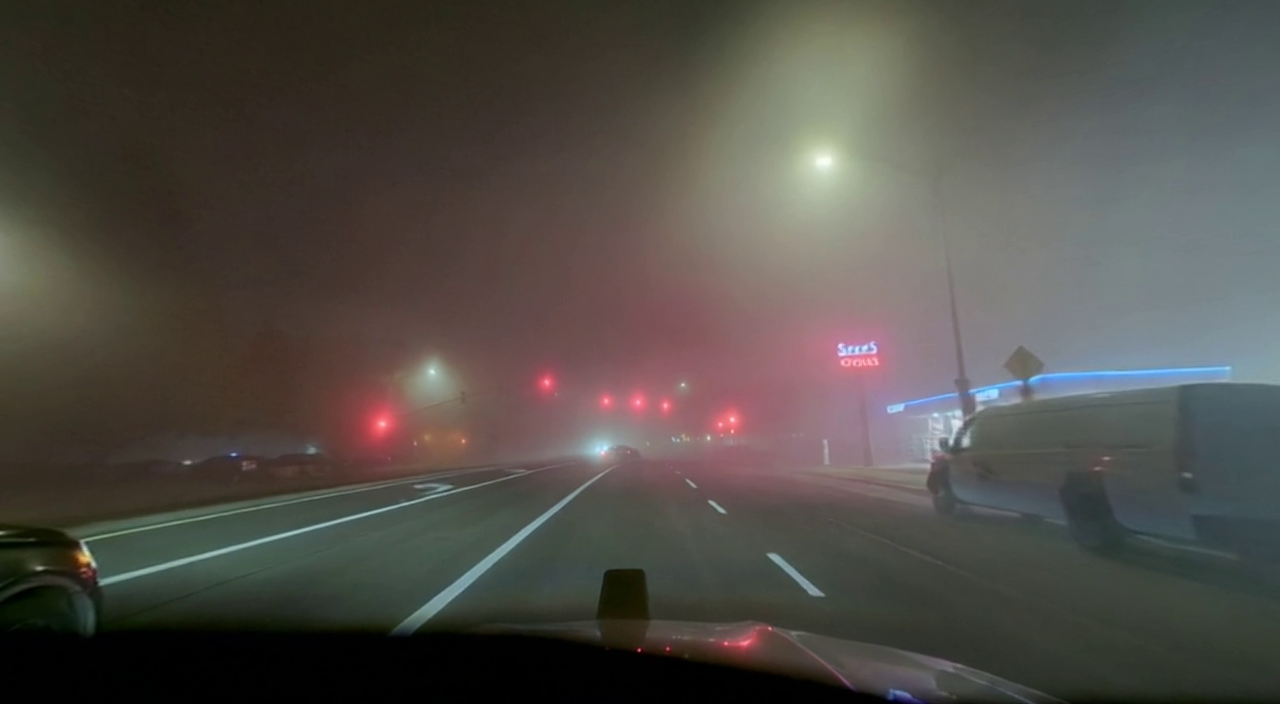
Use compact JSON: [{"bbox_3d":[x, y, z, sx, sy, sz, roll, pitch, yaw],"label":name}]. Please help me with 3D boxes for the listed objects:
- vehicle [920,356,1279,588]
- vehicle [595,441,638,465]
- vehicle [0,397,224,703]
[{"bbox_3d":[7.185,1.659,9.650,2.764,2.327,6.492,0,-8,0],"label":"vehicle"},{"bbox_3d":[-1.476,6.506,40.951,2.082,1.460,4.442,-1,-8,7],"label":"vehicle"},{"bbox_3d":[-3.445,0.775,1.412,2.018,1.470,4.346,0,-8,0],"label":"vehicle"}]
